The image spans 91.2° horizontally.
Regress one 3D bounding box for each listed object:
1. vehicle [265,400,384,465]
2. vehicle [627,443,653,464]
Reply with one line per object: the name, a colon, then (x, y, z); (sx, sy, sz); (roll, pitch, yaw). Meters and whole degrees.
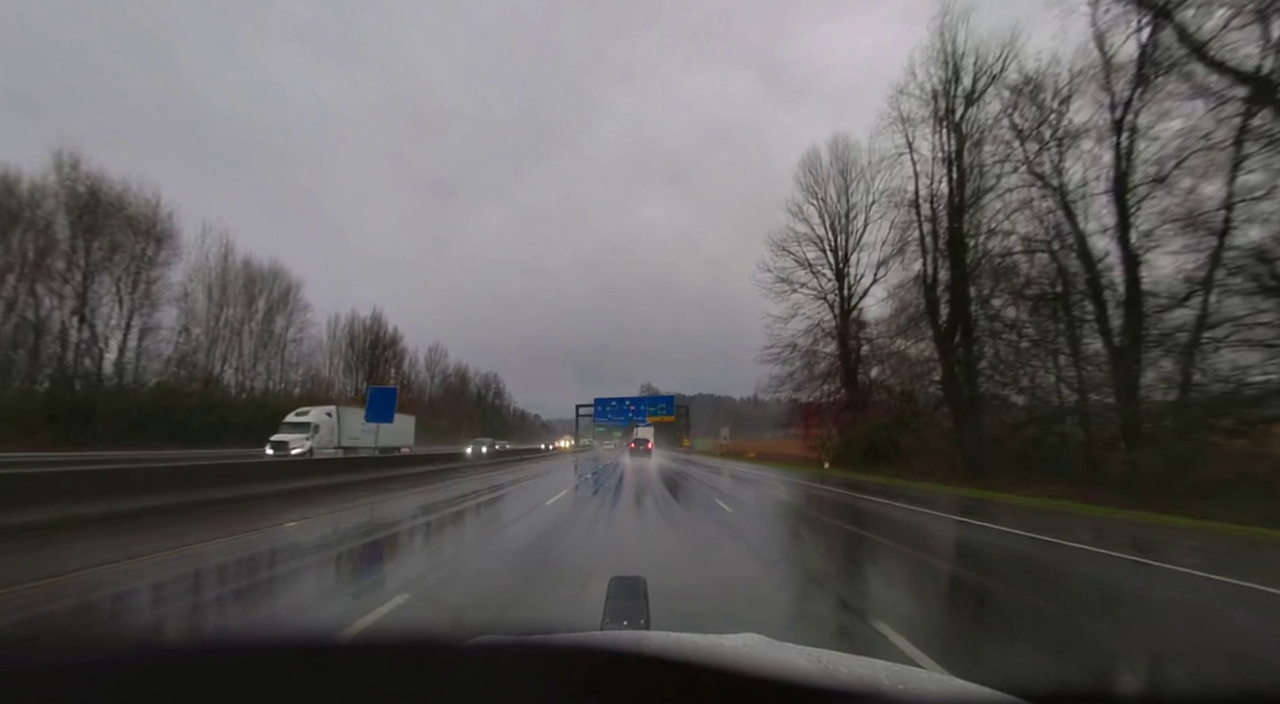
vehicle: (-21.197, 5.637, 43.081); (2.940, 3.918, 9.839); (0, -9, 0)
vehicle: (-0.001, 7.506, 46.648); (1.859, 1.478, 3.799); (0, -8, 0)
